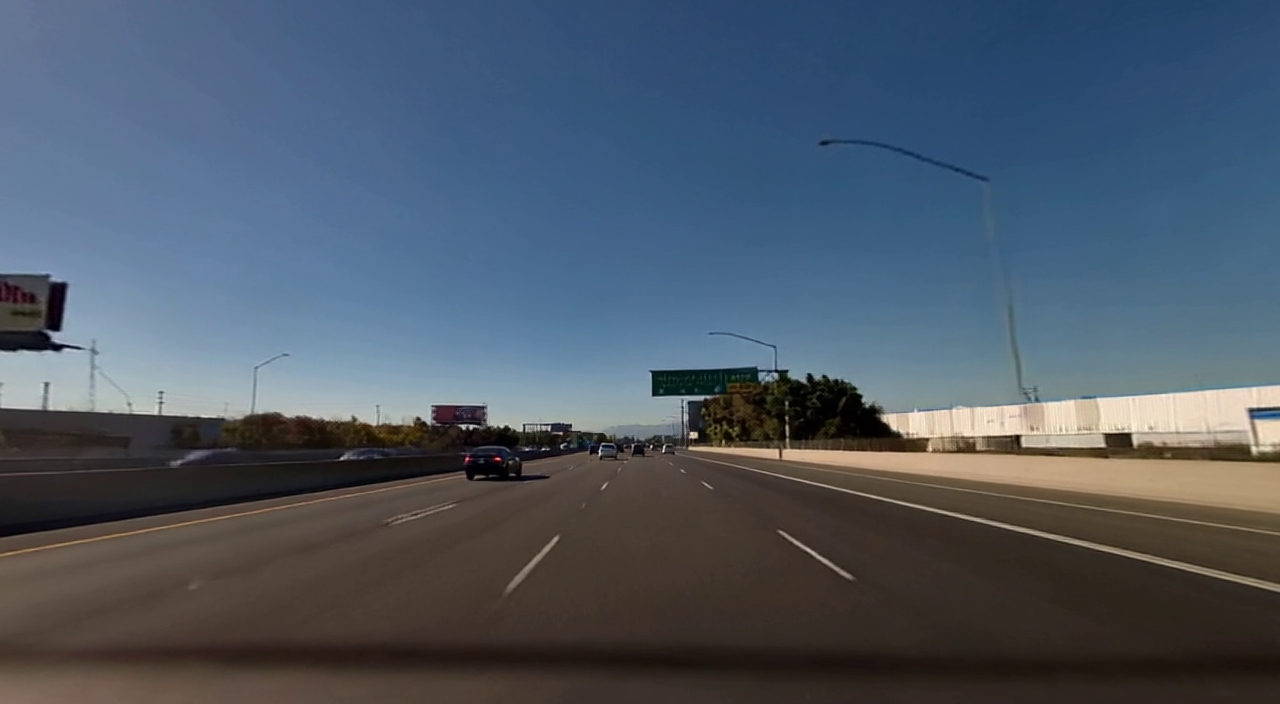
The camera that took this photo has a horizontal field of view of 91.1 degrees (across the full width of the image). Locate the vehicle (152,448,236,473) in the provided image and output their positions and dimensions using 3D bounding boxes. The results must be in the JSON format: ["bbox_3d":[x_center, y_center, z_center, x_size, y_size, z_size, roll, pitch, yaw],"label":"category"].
[{"bbox_3d":[-29.167,7.073,41.275,1.888,1.509,4.905,0,-9,1],"label":"vehicle"}]

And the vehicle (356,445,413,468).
[{"bbox_3d":[-18.711,7.682,46.191,1.988,1.572,4.923,0,-9,1],"label":"vehicle"}]

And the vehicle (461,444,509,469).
[{"bbox_3d":[-10.063,6.767,41.036,1.974,1.513,4.584,0,-9,0],"label":"vehicle"}]

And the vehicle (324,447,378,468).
[{"bbox_3d":[-22.055,8.024,48.114,2.021,1.518,4.362,0,-9,1],"label":"vehicle"}]
